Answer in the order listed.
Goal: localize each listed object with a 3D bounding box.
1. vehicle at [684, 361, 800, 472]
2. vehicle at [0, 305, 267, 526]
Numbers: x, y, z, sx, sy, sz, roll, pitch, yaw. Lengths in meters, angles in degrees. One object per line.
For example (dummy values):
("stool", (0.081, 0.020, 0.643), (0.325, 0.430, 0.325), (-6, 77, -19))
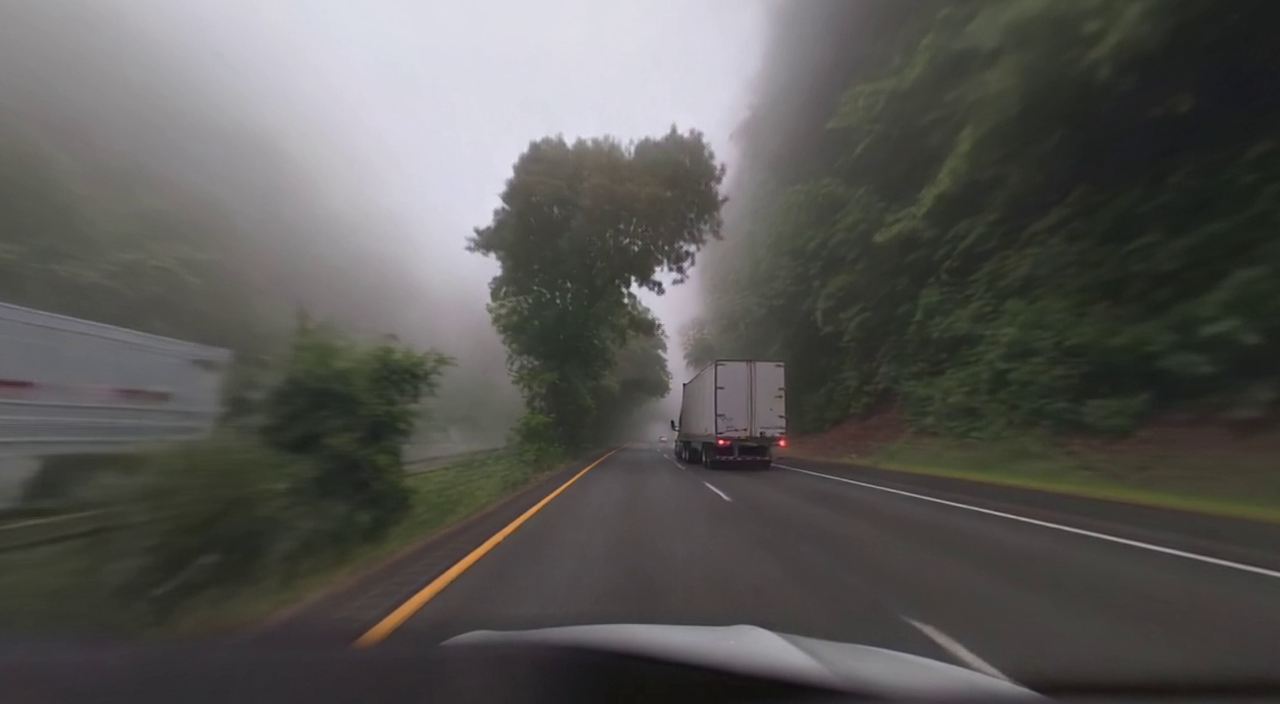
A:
("vehicle", (4.168, 3.225, 29.851), (2.951, 4.007, 13.976), (0, -7, -1))
("vehicle", (-13.230, 1.677, 15.627), (2.903, 4.077, 8.147), (0, -7, 0))
